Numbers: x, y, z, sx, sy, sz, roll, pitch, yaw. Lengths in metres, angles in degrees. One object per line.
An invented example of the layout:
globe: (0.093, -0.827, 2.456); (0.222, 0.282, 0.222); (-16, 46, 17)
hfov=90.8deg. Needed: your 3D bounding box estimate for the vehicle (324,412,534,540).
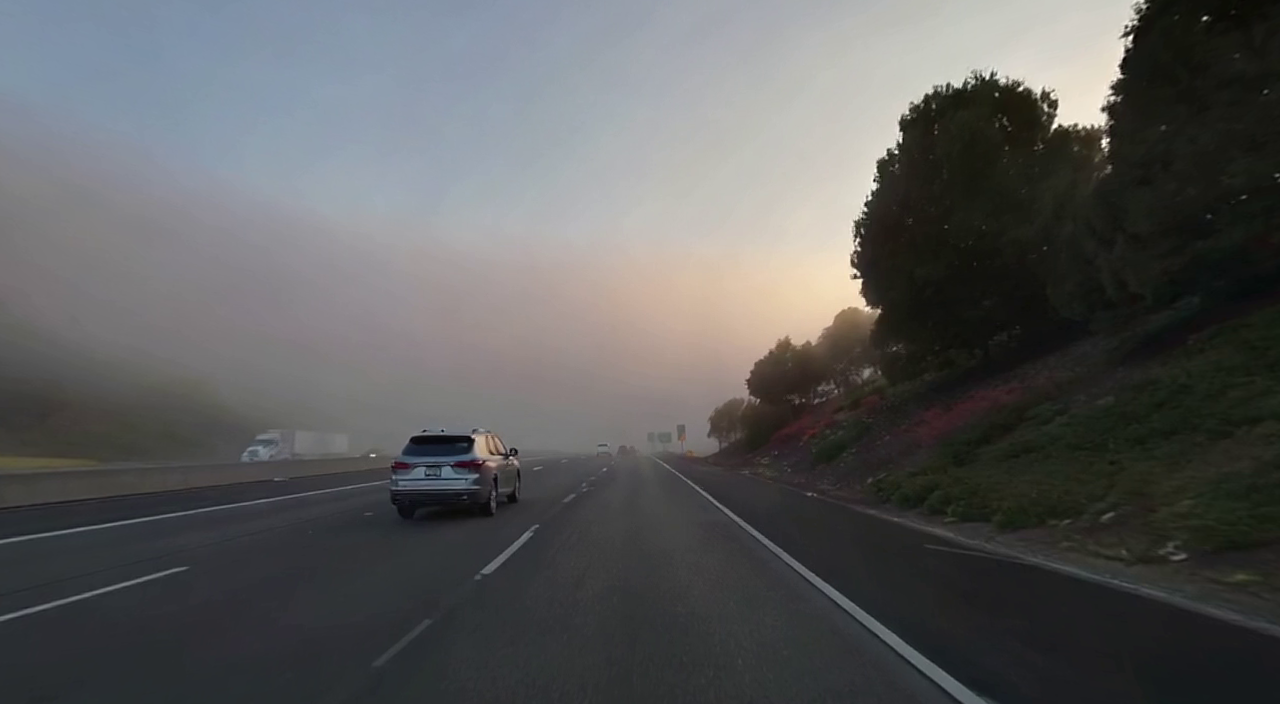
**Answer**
vehicle: (-3.337, 2.073, 11.193); (2.029, 1.753, 4.718); (0, -8, 1)
